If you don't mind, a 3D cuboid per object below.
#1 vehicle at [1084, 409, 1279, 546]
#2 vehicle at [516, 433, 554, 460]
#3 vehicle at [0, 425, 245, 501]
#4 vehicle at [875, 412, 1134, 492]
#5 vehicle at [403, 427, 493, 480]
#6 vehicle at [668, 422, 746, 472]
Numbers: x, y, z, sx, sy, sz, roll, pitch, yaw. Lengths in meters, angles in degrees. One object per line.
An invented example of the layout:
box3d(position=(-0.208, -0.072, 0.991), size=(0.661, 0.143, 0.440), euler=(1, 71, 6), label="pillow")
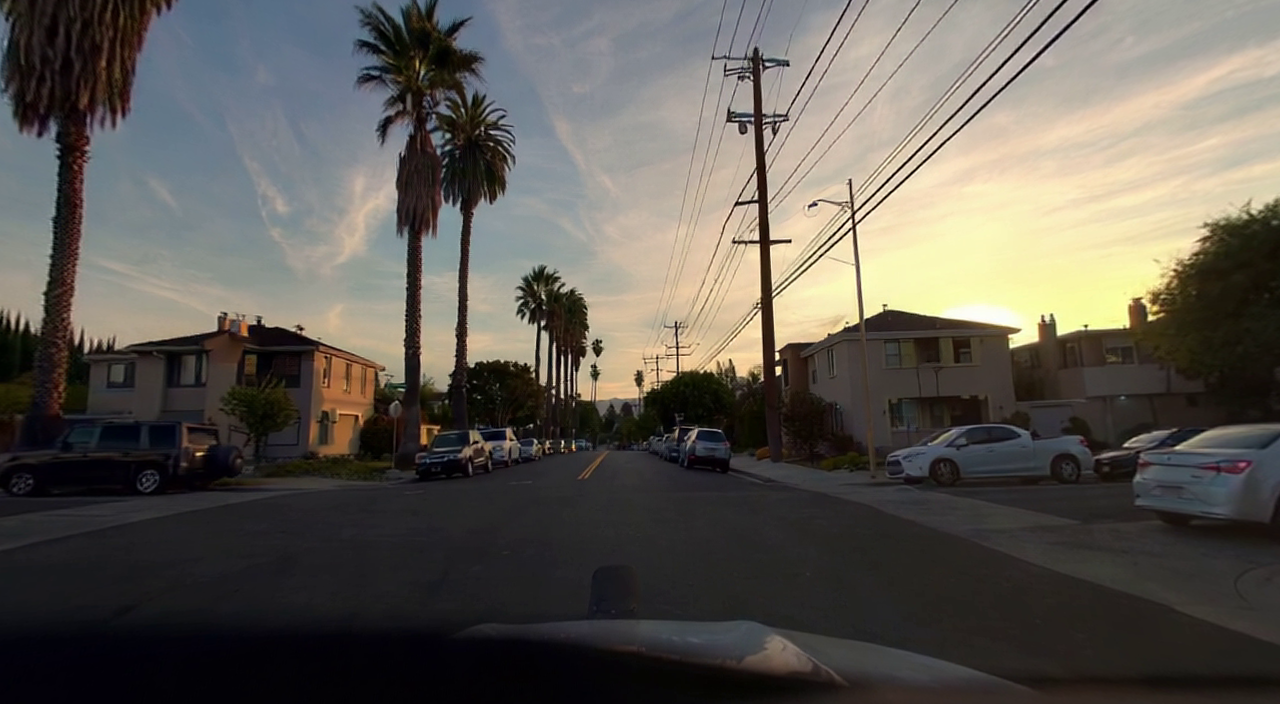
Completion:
box3d(position=(8.994, 1.666, 8.703), size=(4.181, 1.638, 2.015), euler=(0, -9, -1), label="vehicle")
box3d(position=(-7.716, 7.021, 46.775), size=(2.178, 1.865, 4.658), euler=(0, -9, -2), label="vehicle")
box3d(position=(-14.797, 3.090, 17.679), size=(5.847, 1.766, 2.392), euler=(-2, -9, -3), label="vehicle")
box3d(position=(10.263, 2.853, 18.170), size=(5.971, 1.967, 2.385), euler=(-1, -9, -5), label="vehicle")
box3d(position=(-6.957, 3.743, 23.456), size=(2.198, 1.724, 4.493), euler=(1, -9, -4), label="vehicle")
box3d(position=(2.694, 4.082, 27.212), size=(2.505, 1.895, 5.805), euler=(0, -9, -2), label="vehicle")
